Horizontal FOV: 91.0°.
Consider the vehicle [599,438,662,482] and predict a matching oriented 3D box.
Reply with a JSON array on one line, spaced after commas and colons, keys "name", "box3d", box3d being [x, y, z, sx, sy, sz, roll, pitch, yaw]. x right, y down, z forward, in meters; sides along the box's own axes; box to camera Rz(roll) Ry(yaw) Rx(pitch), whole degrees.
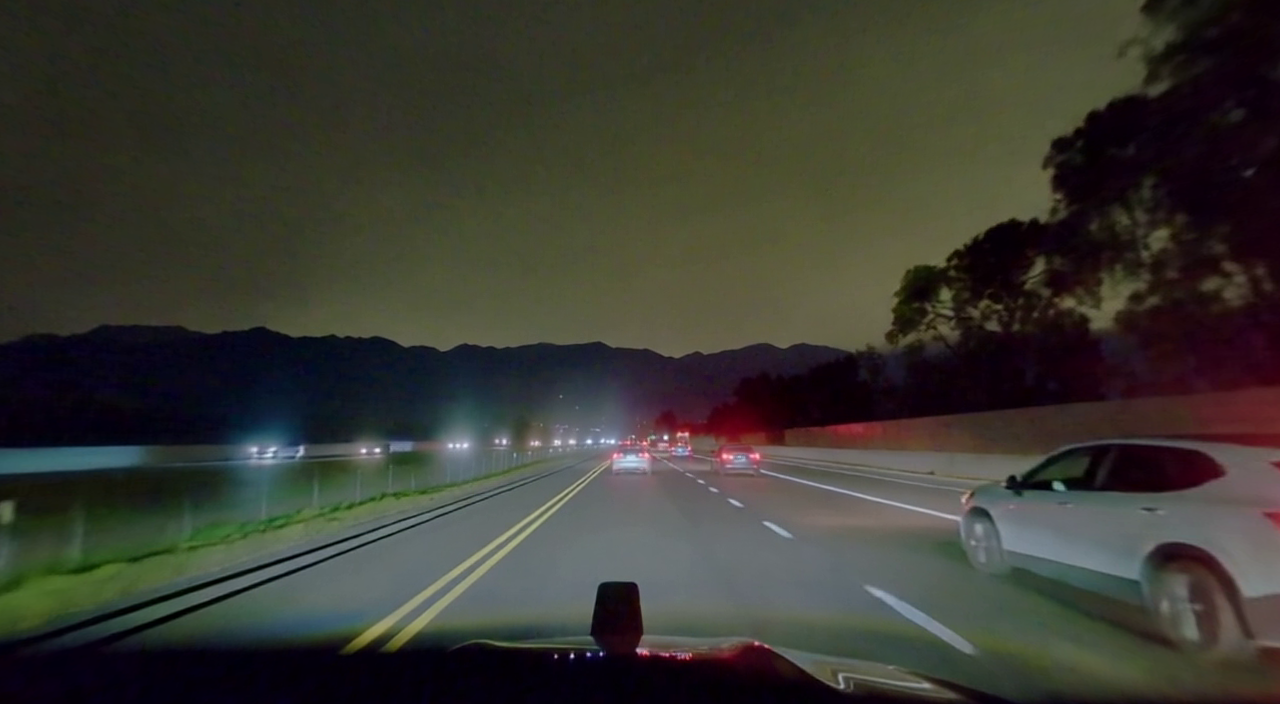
[{"name": "vehicle", "box3d": [-0.339, 3.872, 22.793, 2.085, 1.449, 3.860, 0, -8, 0]}]

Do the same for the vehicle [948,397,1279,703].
[{"name": "vehicle", "box3d": [3.896, 1.080, 3.689, 1.949, 1.493, 4.272, 0, -8, -1]}]

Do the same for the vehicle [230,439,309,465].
[{"name": "vehicle", "box3d": [-28.784, 7.782, 49.209, 2.262, 1.926, 6.285, 0, -8, 0]}]

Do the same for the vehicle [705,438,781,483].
[{"name": "vehicle", "box3d": [3.629, 3.909, 22.949, 1.957, 1.447, 4.241, 0, -8, -2]}]
